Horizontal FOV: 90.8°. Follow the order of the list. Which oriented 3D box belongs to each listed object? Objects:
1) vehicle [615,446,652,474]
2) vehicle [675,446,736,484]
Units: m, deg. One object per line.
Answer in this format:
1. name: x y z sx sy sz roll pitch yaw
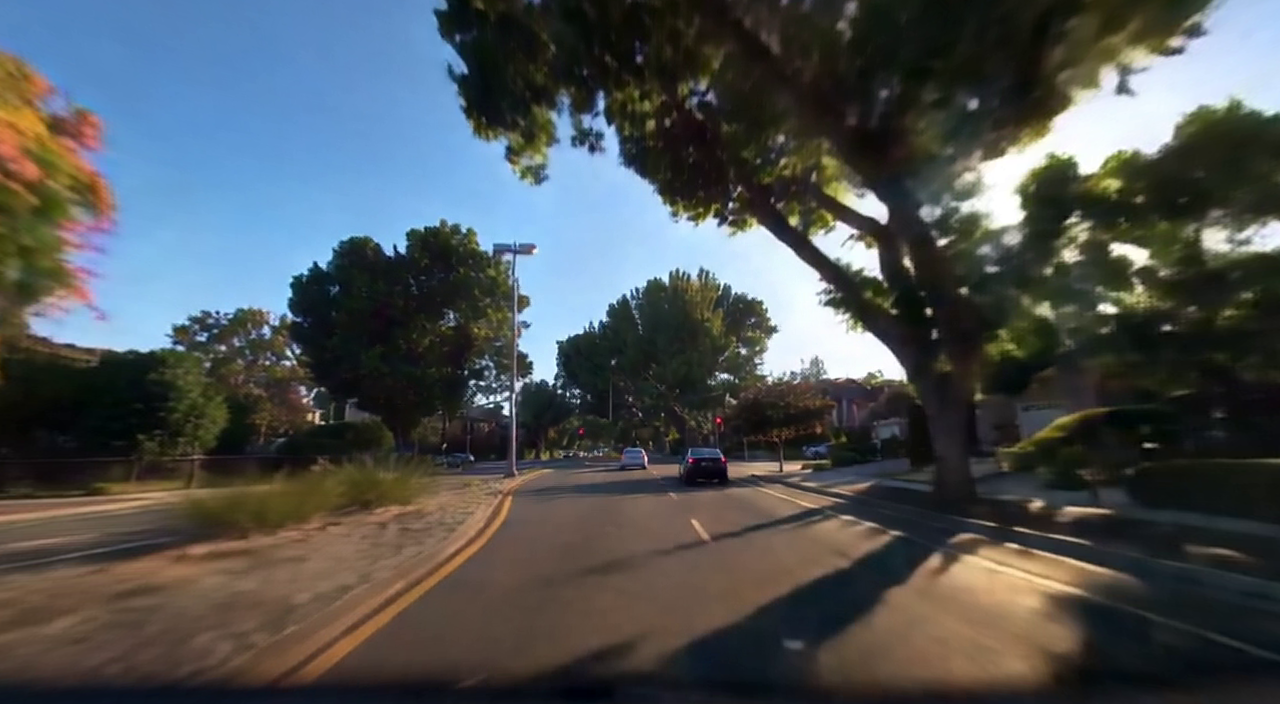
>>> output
1. vehicle: -0.393 6.345 37.401 2.018 1.511 3.993 0 -8 -1
2. vehicle: 2.706 4.784 27.110 2.057 1.496 4.401 0 -8 -1
